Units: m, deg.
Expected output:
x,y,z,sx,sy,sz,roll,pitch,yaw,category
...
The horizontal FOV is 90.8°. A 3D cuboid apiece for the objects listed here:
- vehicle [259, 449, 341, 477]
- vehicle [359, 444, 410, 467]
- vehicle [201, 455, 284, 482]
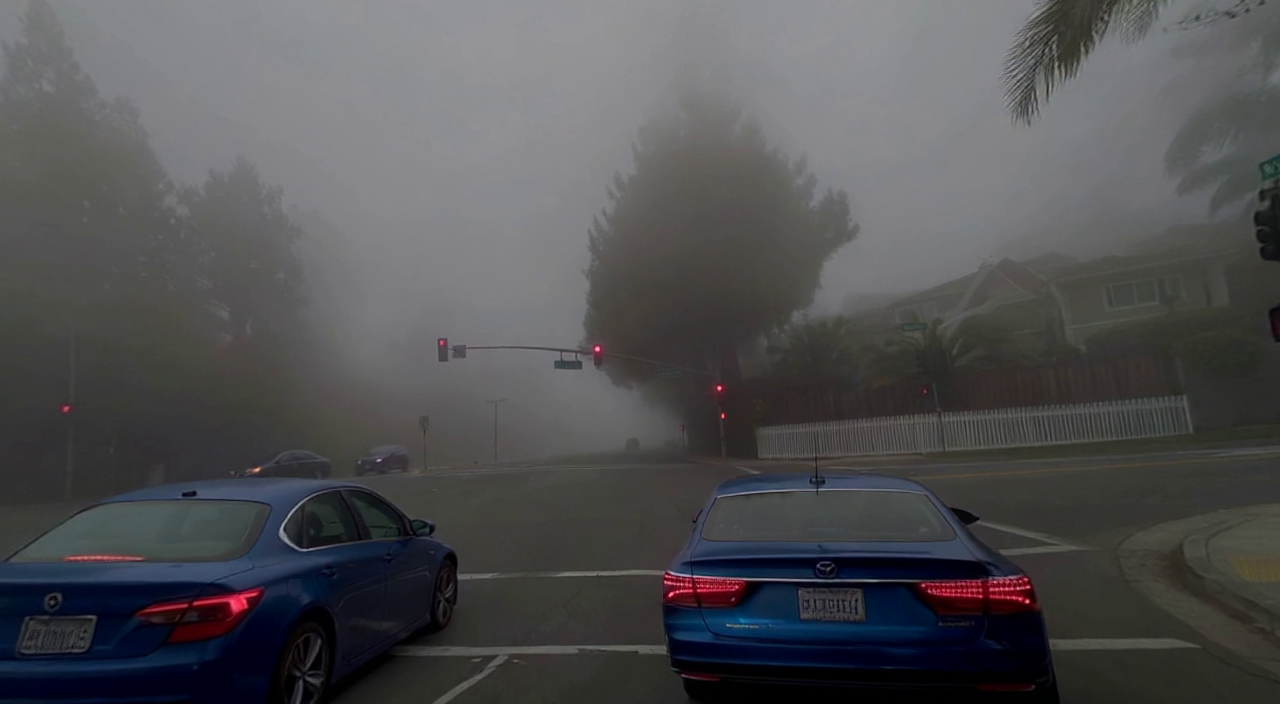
x,y,z,sx,sy,sz,roll,pitch,yaw,category
-20.041,6.521,37.513,2.084,1.528,4.778,0,-9,1,vehicle
-19.871,8.049,49.313,1.929,1.644,4.763,0,-9,1,vehicle
-24.114,7.059,38.562,2.019,1.427,4.630,-1,-9,2,vehicle
